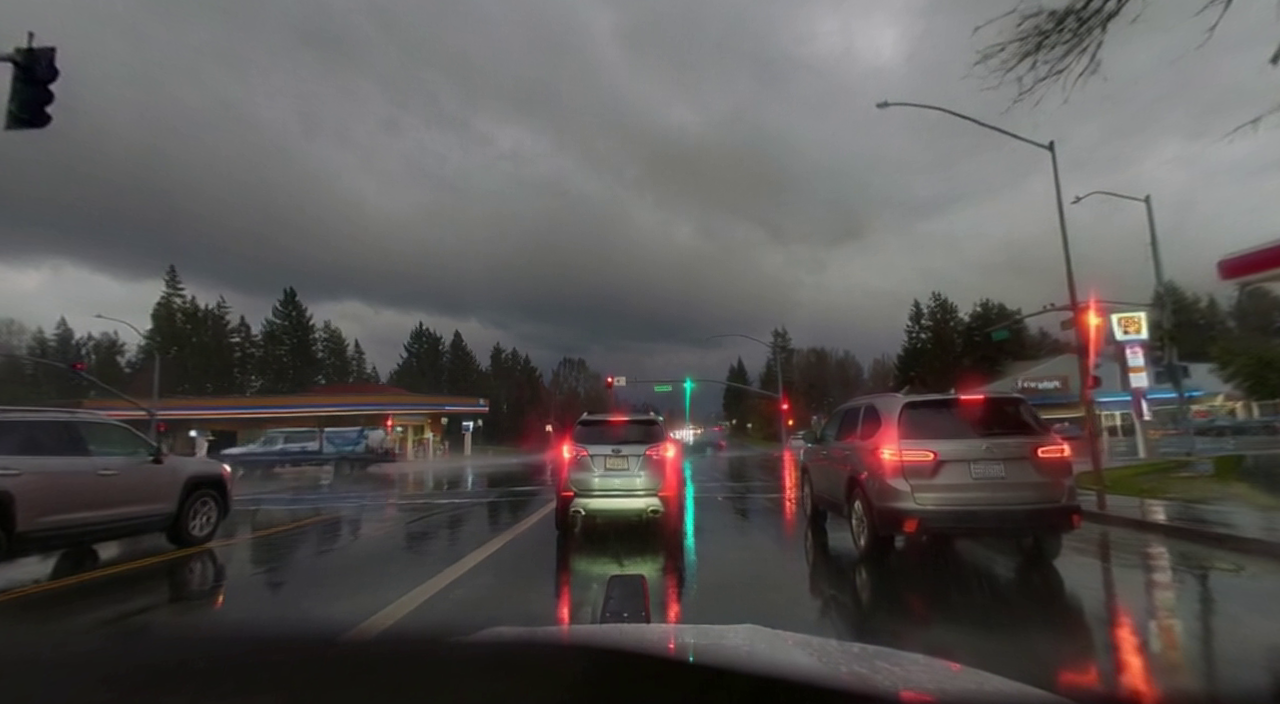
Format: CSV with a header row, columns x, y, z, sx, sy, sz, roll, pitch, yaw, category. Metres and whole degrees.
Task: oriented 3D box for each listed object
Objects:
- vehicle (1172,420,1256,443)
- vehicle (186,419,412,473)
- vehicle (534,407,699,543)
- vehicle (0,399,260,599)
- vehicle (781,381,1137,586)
x,y,z,sx,sy,sz,roll,pitch,yaw,category
40.671,5.686,44.679,4.276,1.579,1.762,0,-8,-3,vehicle
-21.882,6.116,41.091,12.640,3.321,2.995,0,-8,-3,vehicle
-0.297,1.841,9.992,2.067,1.702,3.987,0,-8,0,vehicle
-6.729,1.496,6.842,2.011,1.774,4.866,0,-8,2,vehicle
3.260,1.458,7.715,2.083,1.779,4.347,0,-8,0,vehicle
